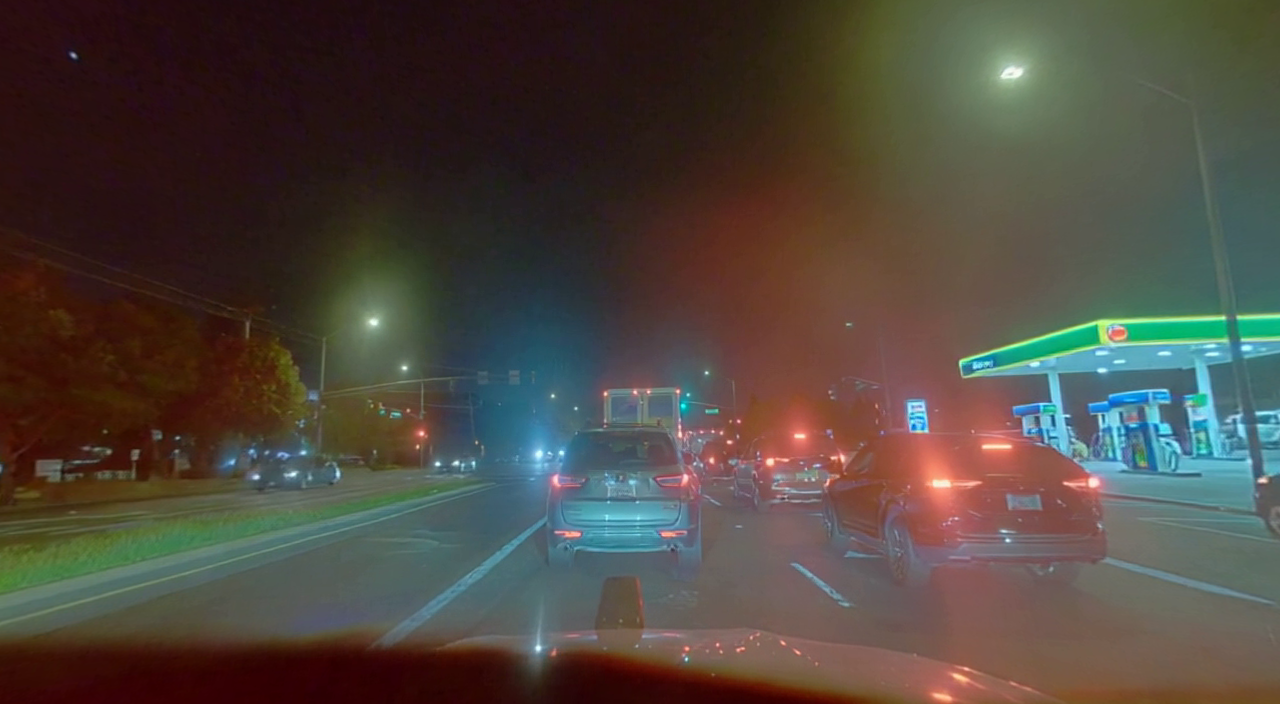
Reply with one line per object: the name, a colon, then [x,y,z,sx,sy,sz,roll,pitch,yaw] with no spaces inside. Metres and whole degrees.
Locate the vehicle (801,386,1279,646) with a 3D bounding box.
vehicle: [3.360,1.411,6.476,2.056,1.700,4.399,0,-9,-3]

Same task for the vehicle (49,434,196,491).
vehicle: [-26.938,5.753,33.317,2.571,2.711,6.027,0,-9,-1]

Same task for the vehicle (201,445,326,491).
vehicle: [-17.839,5.472,30.396,2.325,1.938,5.913,0,-9,0]

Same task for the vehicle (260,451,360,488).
vehicle: [-14.854,5.281,28.758,2.011,1.465,4.528,-1,-9,1]

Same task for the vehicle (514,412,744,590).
vehicle: [-0.141,1.651,7.736,2.106,1.613,3.697,0,-9,-1]

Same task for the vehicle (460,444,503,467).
vehicle: [-11.427,7.494,45.860,1.955,1.546,4.232,-1,-9,1]
